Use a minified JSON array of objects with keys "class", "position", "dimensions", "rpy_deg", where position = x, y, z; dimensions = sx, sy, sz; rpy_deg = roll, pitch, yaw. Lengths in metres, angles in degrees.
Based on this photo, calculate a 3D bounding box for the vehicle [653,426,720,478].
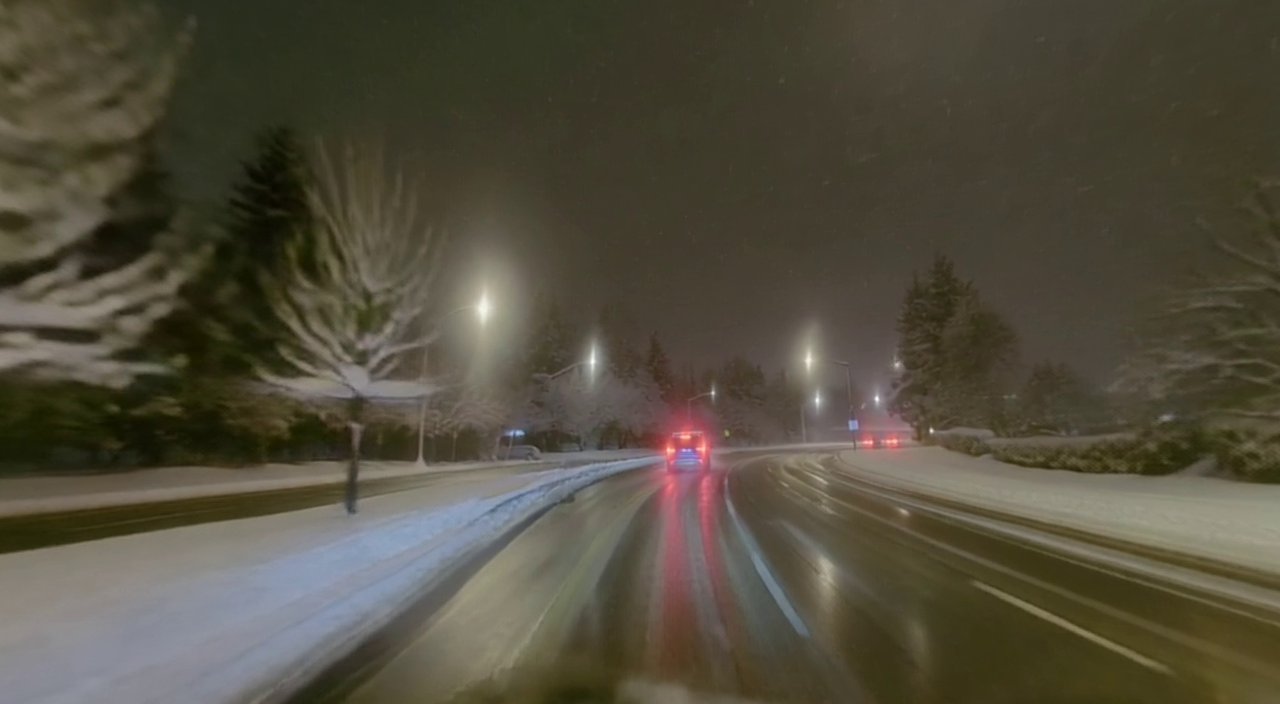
[{"class":"vehicle","position":[2.102,4.204,26.644],"dimensions":[2.371,1.926,5.615],"rpy_deg":[-1,-9,9]}]
